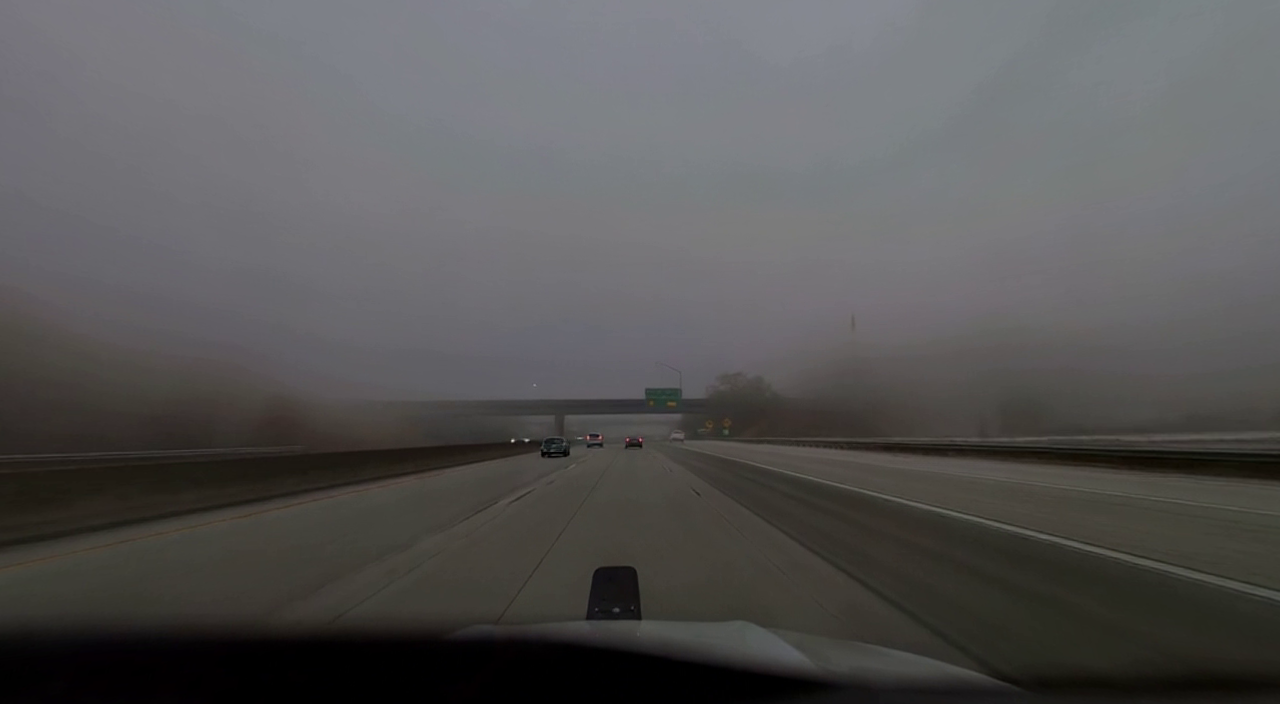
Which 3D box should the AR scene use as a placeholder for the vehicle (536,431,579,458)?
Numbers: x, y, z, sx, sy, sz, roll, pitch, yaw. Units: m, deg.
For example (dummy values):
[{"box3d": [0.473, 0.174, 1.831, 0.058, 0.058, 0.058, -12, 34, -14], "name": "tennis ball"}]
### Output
[{"box3d": [-4.696, 5.344, 36.537, 1.933, 1.473, 4.023, 0, -8, 0], "name": "vehicle"}]
